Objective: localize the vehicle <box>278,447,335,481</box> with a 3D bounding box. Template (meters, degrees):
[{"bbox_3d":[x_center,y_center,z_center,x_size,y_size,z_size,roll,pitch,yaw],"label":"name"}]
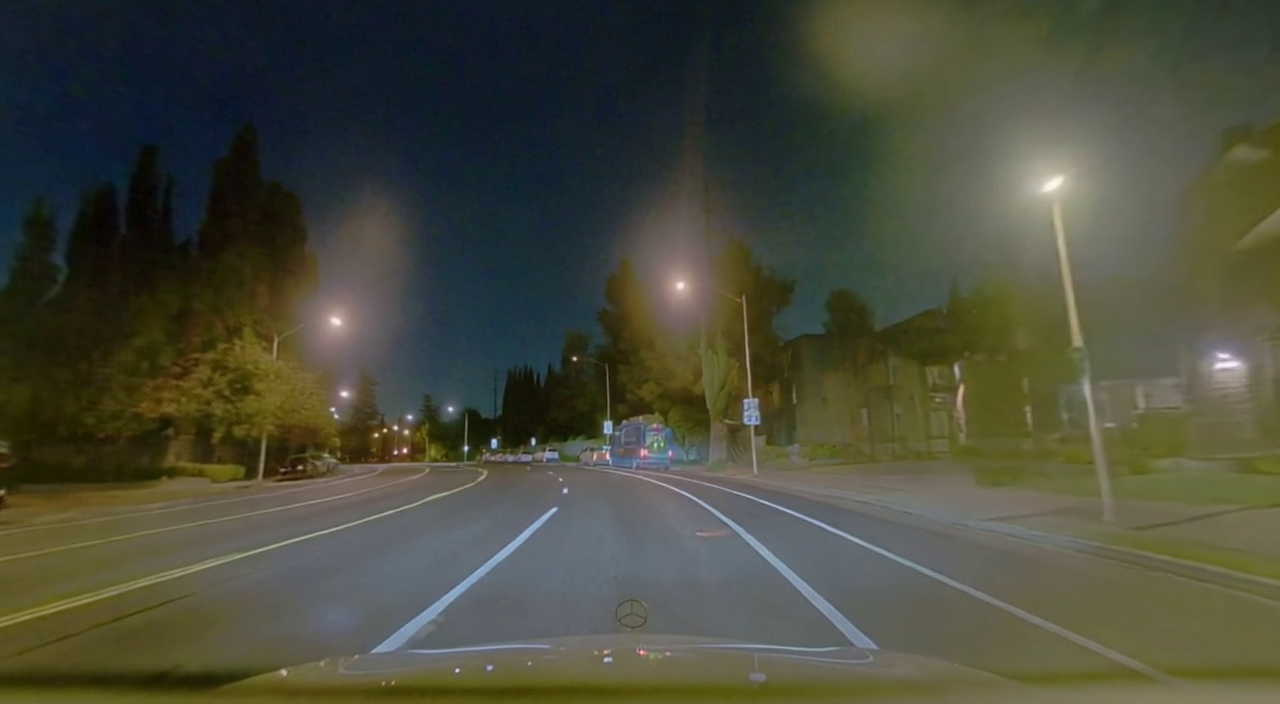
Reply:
[{"bbox_3d":[-19.497,6.515,36.867,1.976,1.797,4.249,2,-9,-16],"label":"vehicle"}]

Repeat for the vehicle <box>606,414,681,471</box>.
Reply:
[{"bbox_3d":[0.050,5.913,41.059,2.918,3.319,7.595,2,-9,-15],"label":"vehicle"}]
